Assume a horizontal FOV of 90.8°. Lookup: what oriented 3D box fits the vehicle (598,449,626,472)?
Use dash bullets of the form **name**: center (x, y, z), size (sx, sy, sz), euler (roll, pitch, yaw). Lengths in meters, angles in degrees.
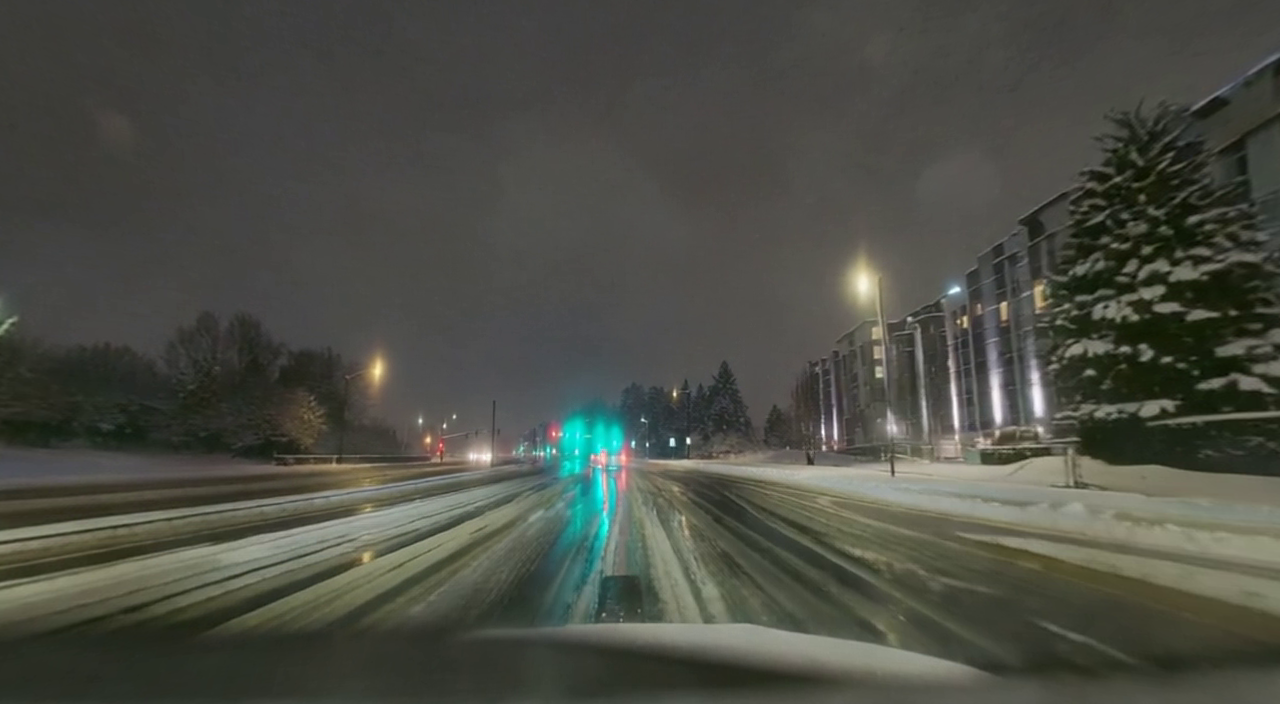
- **vehicle**: center (-2.195, 8.440, 49.322), size (2.038, 1.682, 3.844), euler (0, -8, -4)
